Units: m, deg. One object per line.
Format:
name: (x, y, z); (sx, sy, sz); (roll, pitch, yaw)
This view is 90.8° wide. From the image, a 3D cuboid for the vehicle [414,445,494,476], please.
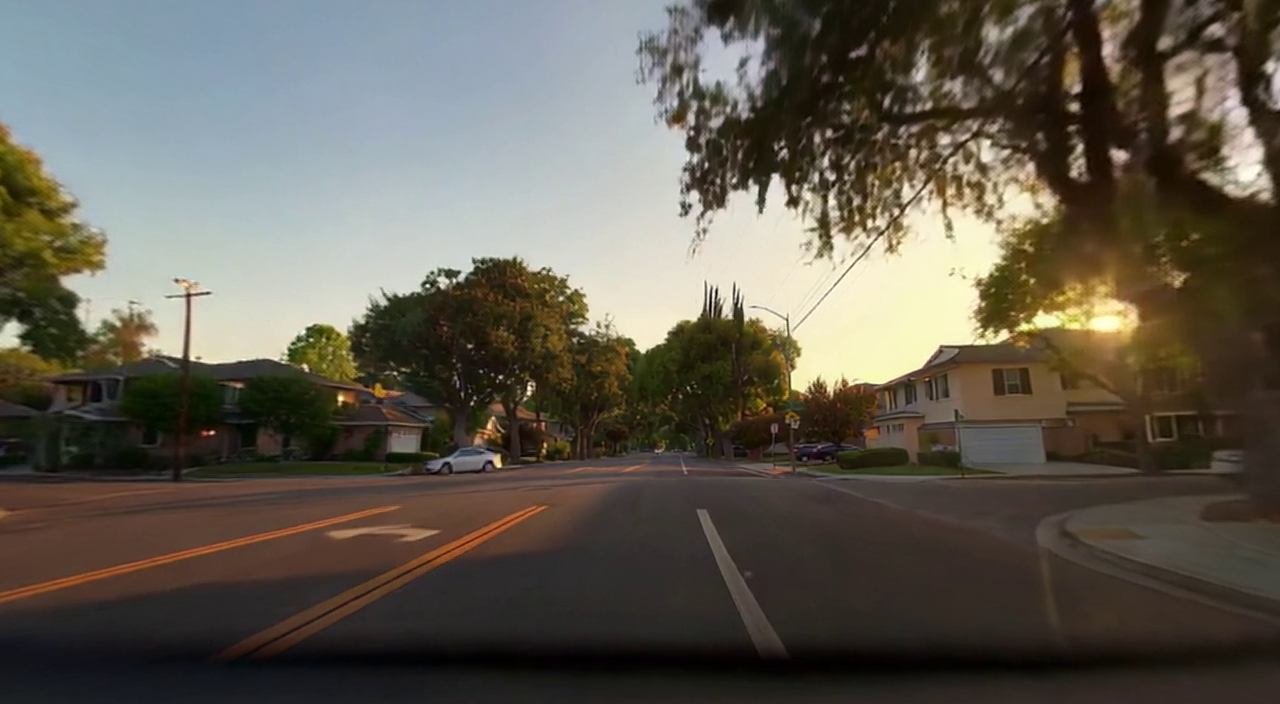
vehicle: (-10.510, 6.126, 36.072); (2.064, 1.596, 4.716); (-3, -9, 17)
